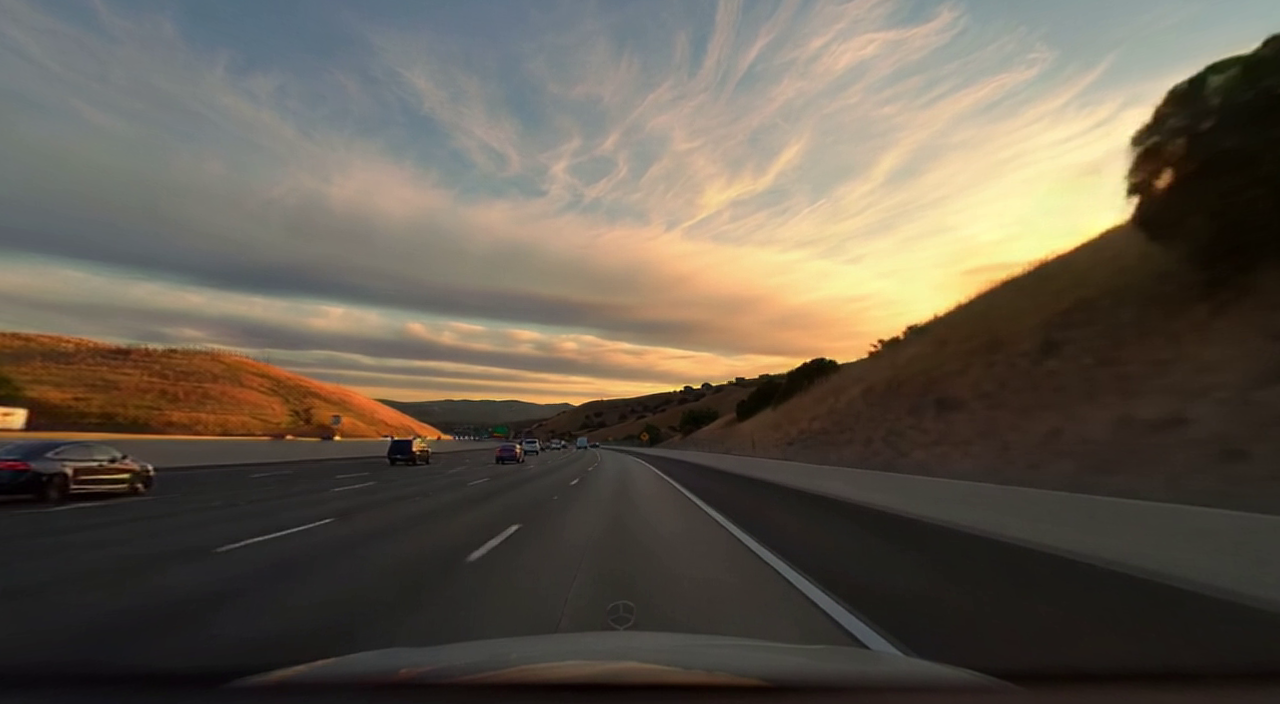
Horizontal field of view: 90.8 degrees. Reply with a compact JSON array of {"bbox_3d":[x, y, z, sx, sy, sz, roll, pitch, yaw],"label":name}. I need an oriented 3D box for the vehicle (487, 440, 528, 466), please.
[{"bbox_3d":[-9.322,7.126,44.723,2.104,1.715,4.319,0,-9,-2],"label":"vehicle"}]

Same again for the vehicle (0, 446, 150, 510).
[{"bbox_3d":[-15.364,3.137,16.220,1.955,1.429,4.575,0,-9,-1],"label":"vehicle"}]

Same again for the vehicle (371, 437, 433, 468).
[{"bbox_3d":[-16.015,6.771,42.851,2.240,1.953,5.452,0,-9,-2],"label":"vehicle"}]
